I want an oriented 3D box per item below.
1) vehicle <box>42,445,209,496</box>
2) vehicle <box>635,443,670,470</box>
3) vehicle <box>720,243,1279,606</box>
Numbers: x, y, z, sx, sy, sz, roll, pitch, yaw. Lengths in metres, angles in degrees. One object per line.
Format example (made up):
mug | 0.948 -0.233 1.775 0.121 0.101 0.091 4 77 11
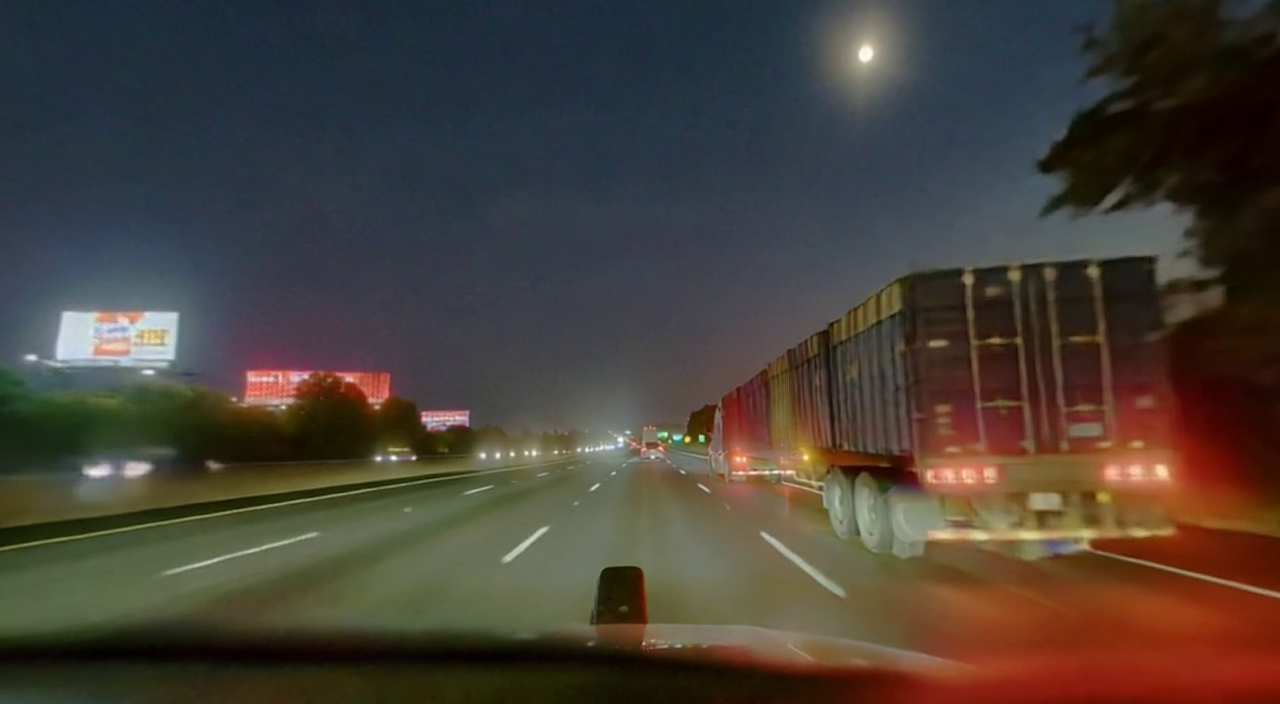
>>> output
vehicle | -17.460 3.987 21.761 1.811 1.505 4.628 0 -8 1
vehicle | 0.712 6.332 38.489 2.042 1.528 4.300 0 -8 0
vehicle | 4.398 1.912 14.844 2.917 3.179 18.723 0 -8 1
